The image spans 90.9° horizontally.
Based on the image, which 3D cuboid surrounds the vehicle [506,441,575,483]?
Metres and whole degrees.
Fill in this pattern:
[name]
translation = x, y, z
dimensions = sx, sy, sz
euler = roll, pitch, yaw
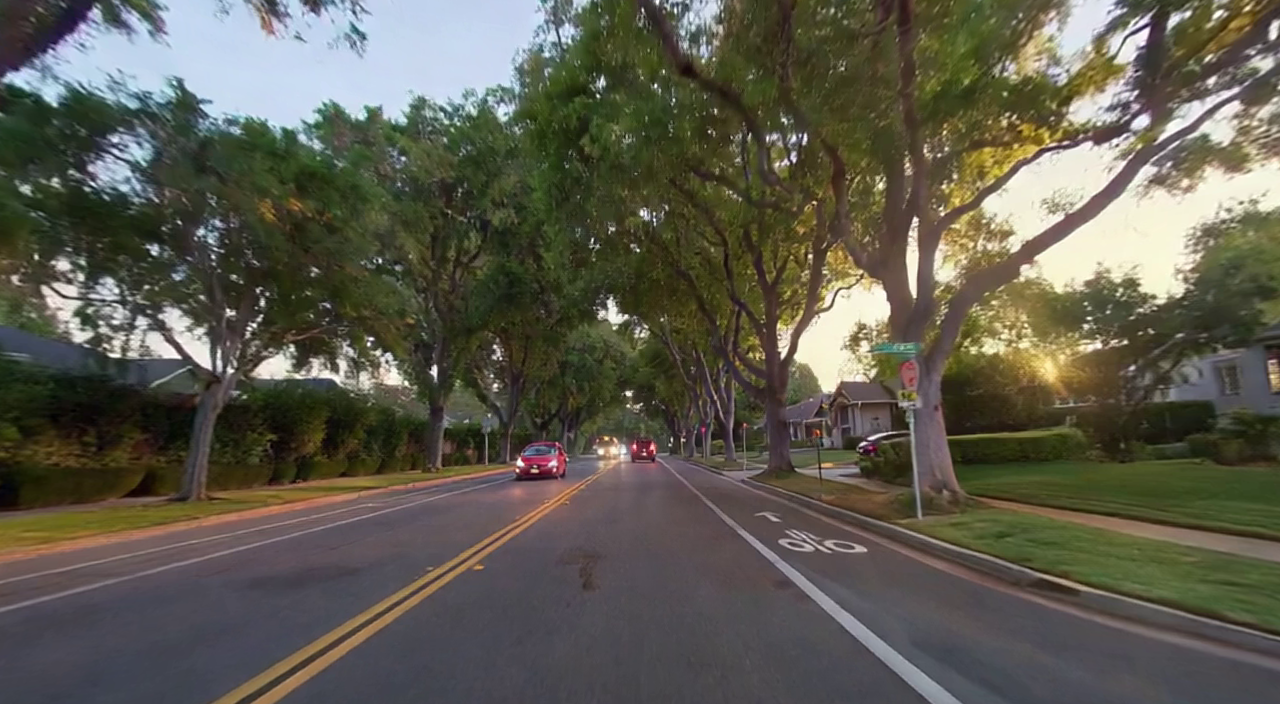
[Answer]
[vehicle]
translation = -4.152, 4.637, 26.988
dimensions = 2.102, 1.620, 4.575
euler = 0, -8, 1
